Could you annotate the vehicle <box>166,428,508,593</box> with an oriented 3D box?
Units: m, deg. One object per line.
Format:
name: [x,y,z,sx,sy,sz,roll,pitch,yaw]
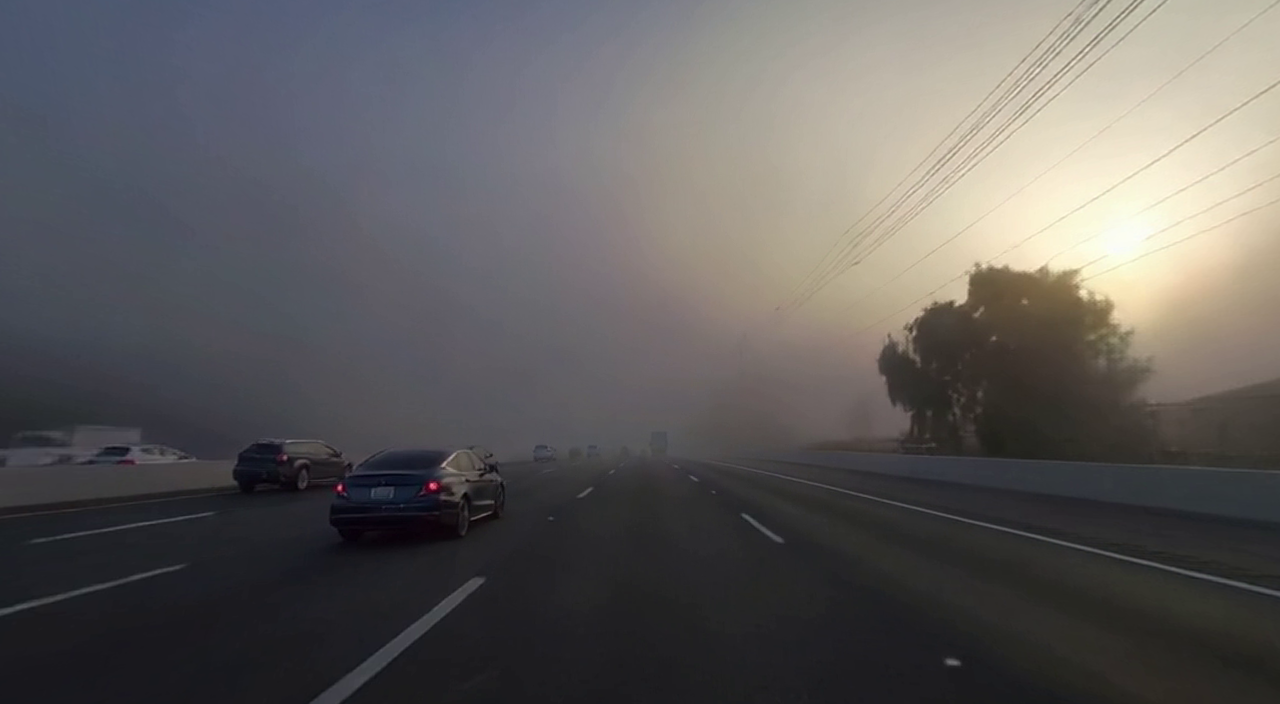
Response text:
vehicle: [-3.393,1.869,8.485,2.045,1.532,4.954,0,-9,1]

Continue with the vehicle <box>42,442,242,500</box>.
vehicle: [-14.579,3.480,18.908,2.039,1.516,4.780,0,-9,1]
